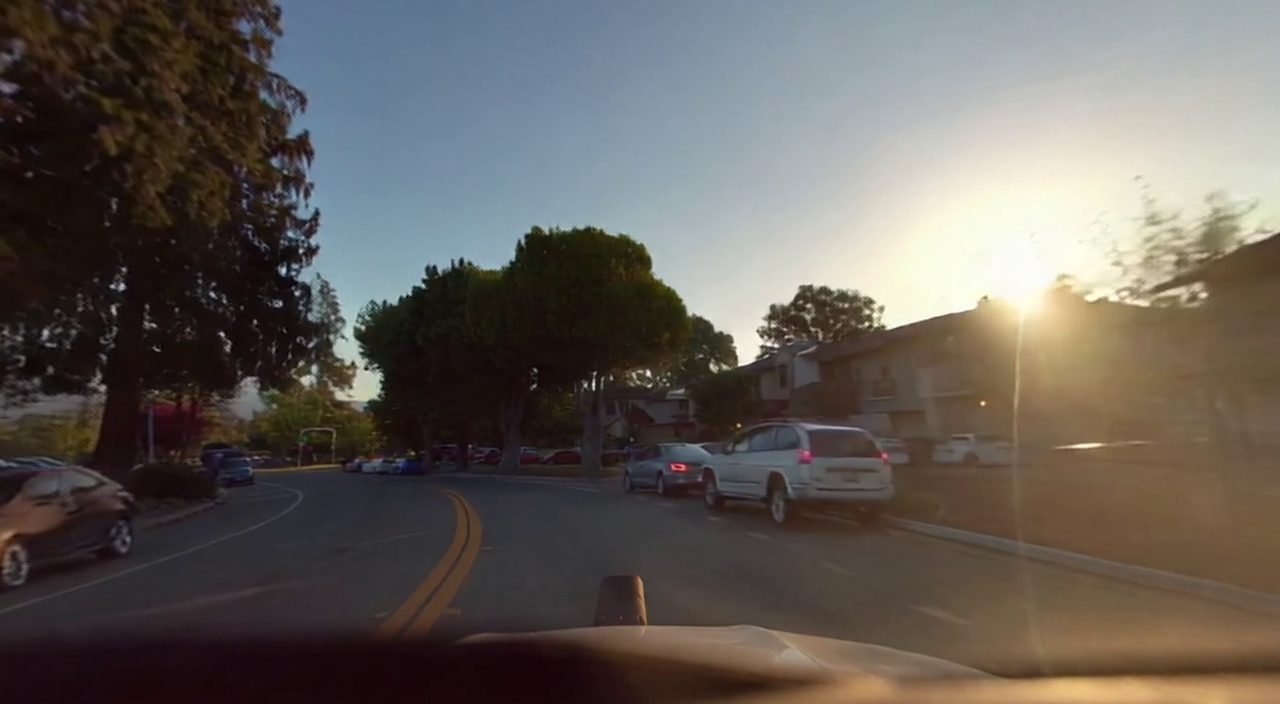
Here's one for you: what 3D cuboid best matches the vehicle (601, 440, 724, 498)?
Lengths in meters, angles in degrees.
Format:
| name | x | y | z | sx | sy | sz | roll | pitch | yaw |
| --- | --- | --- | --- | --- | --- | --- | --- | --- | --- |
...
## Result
| name | x | y | z | sx | sy | sz | roll | pitch | yaw |
| --- | --- | --- | --- | --- | --- | --- | --- | --- | --- |
| vehicle | 0.502 | 3.448 | 19.150 | 2.066 | 1.509 | 4.579 | 3 | -9 | -21 |

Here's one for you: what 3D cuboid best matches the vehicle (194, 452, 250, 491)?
| name | x | y | z | sx | sy | sz | roll | pitch | yaw |
| --- | --- | --- | --- | --- | --- | --- | --- | --- | --- |
| vehicle | -23.553 | 6.607 | 35.482 | 2.171 | 1.838 | 5.344 | 2 | -8 | -38 |

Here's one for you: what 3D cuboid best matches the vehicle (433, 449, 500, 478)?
| name | x | y | z | sx | sy | sz | roll | pitch | yaw |
| --- | --- | --- | --- | --- | --- | --- | --- | --- | --- |
| vehicle | -10.151 | 6.454 | 36.805 | 2.016 | 1.509 | 4.789 | 6 | -10 | -38 |

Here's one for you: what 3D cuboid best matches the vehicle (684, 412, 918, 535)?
| name | x | y | z | sx | sy | sz | roll | pitch | yaw |
| --- | --- | --- | --- | --- | --- | --- | --- | --- | --- |
| vehicle | 2.618 | 2.153 | 11.936 | 2.289 | 1.785 | 4.944 | 1 | -8 | -12 |

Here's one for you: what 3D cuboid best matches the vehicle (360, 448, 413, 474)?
| name | x | y | z | sx | sy | sz | roll | pitch | yaw |
| --- | --- | --- | --- | --- | --- | --- | --- | --- | --- |
| vehicle | -19.961 | 8.521 | 49.535 | 2.255 | 1.863 | 5.629 | 6 | -10 | -38 |

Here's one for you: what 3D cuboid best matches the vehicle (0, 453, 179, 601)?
| name | x | y | z | sx | sy | sz | roll | pitch | yaw |
| --- | --- | --- | --- | --- | --- | --- | --- | --- | --- |
| vehicle | -8.222 | 2.177 | 8.004 | 2.142 | 1.483 | 4.629 | -3 | -7 | -13 |

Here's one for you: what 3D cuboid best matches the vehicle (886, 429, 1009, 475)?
| name | x | y | z | sx | sy | sz | roll | pitch | yaw |
| --- | --- | --- | --- | --- | --- | --- | --- | --- | --- |
| vehicle | 11.457 | 3.659 | 23.448 | 4.577 | 1.531 | 2.098 | 6 | -10 | -36 |

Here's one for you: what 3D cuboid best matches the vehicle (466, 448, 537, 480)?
| name | x | y | z | sx | sy | sz | roll | pitch | yaw |
| --- | --- | --- | --- | --- | --- | --- | --- | --- | --- |
| vehicle | -7.197 | 5.695 | 32.512 | 1.884 | 1.508 | 4.713 | 5 | -10 | -34 |
